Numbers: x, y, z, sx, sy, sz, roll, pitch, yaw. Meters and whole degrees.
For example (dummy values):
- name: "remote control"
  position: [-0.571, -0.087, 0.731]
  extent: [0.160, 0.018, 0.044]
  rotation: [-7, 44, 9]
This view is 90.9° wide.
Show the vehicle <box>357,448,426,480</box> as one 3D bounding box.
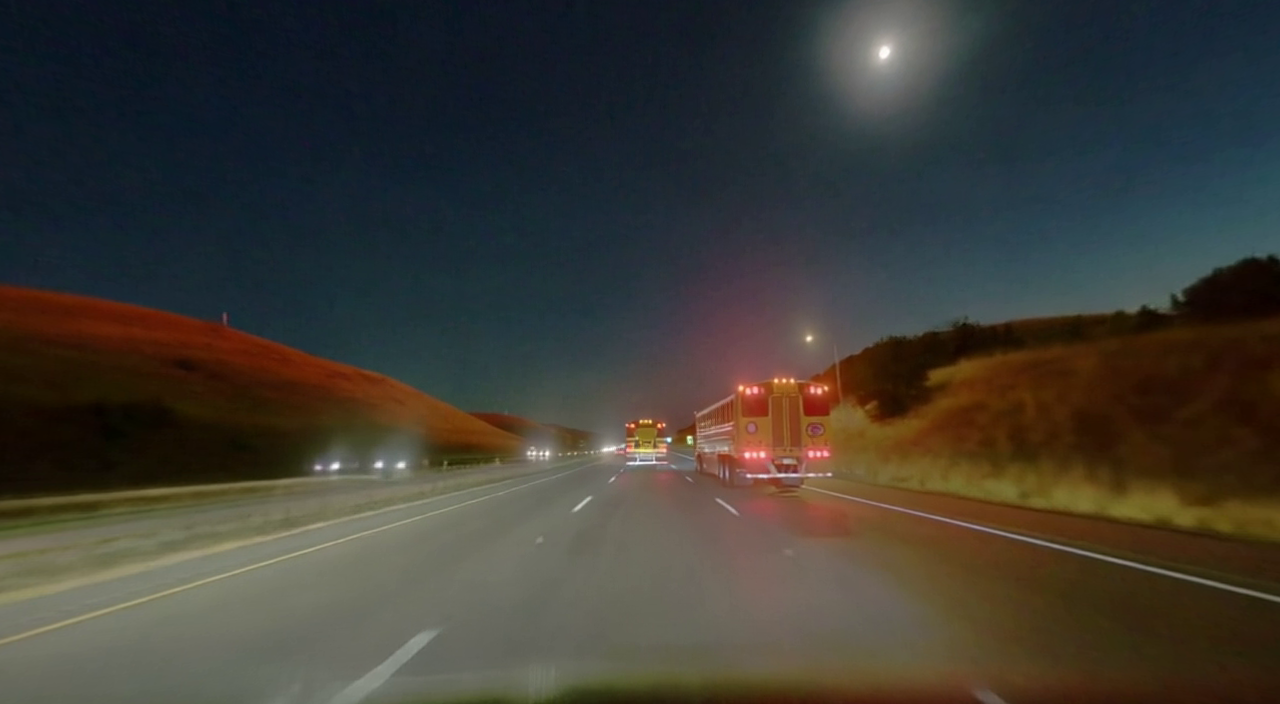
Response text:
- name: "vehicle"
  position: [-13.504, 6.072, 34.579]
  extent: [1.889, 1.576, 4.426]
  rotation: [0, -8, 1]

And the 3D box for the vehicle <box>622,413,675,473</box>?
- name: "vehicle"
  position: [0.507, 5.822, 40.312]
  extent: [2.948, 3.265, 10.569]
  rotation: [0, -8, 1]

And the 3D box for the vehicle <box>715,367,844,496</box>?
- name: "vehicle"
  position: [4.442, 2.800, 21.829]
  extent: [2.716, 3.705, 7.018]
  rotation: [0, -8, -1]
